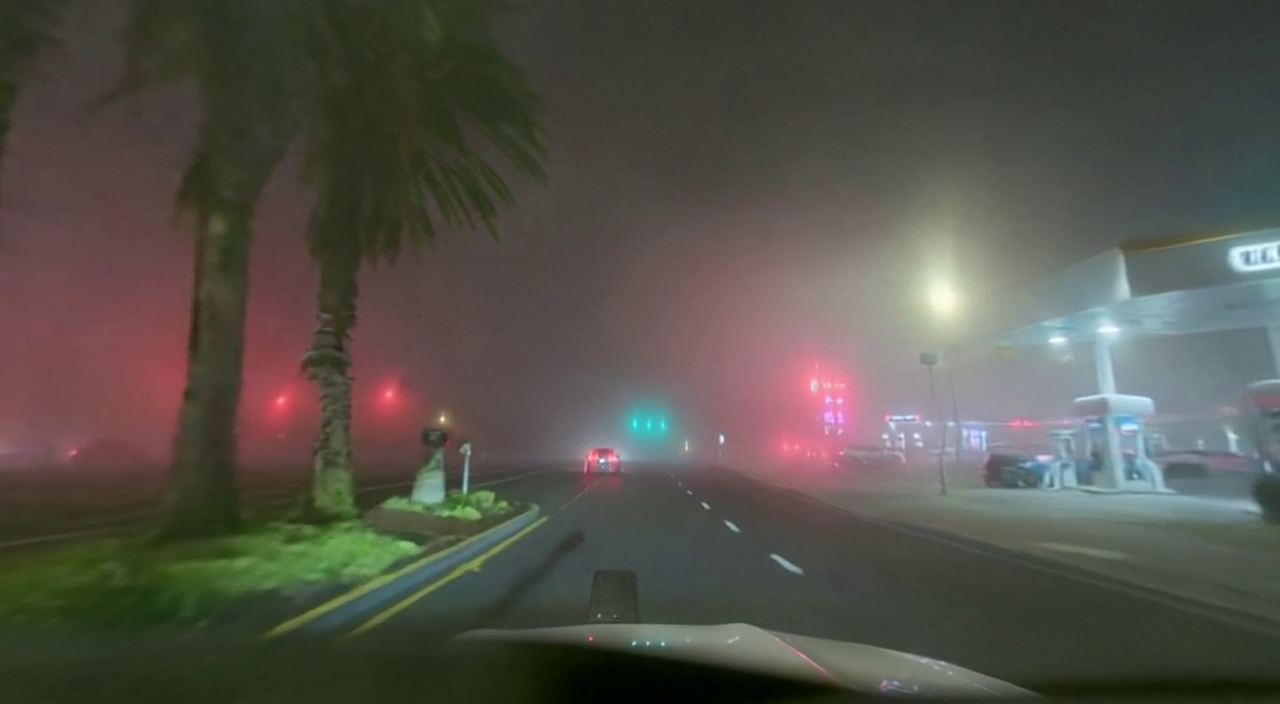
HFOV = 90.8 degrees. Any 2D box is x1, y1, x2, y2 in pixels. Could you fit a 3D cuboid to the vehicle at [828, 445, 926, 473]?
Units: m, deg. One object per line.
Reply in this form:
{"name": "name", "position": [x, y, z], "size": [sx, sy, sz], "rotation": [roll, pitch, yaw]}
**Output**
{"name": "vehicle", "position": [14.805, 6.708, 39.662], "size": [5.317, 1.700, 1.901], "rotation": [0, -9, 0]}

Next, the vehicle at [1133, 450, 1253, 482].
{"name": "vehicle", "position": [28.803, 5.940, 33.016], "size": [4.377, 1.633, 1.834], "rotation": [0, -9, 2]}

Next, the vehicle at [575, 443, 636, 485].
{"name": "vehicle", "position": [-1.513, 4.560, 25.800], "size": [2.073, 1.525, 4.809], "rotation": [2, -10, -8]}

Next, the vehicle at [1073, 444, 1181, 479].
{"name": "vehicle", "position": [27.261, 6.126, 35.446], "size": [4.381, 1.892, 1.942], "rotation": [1, -9, -2]}
